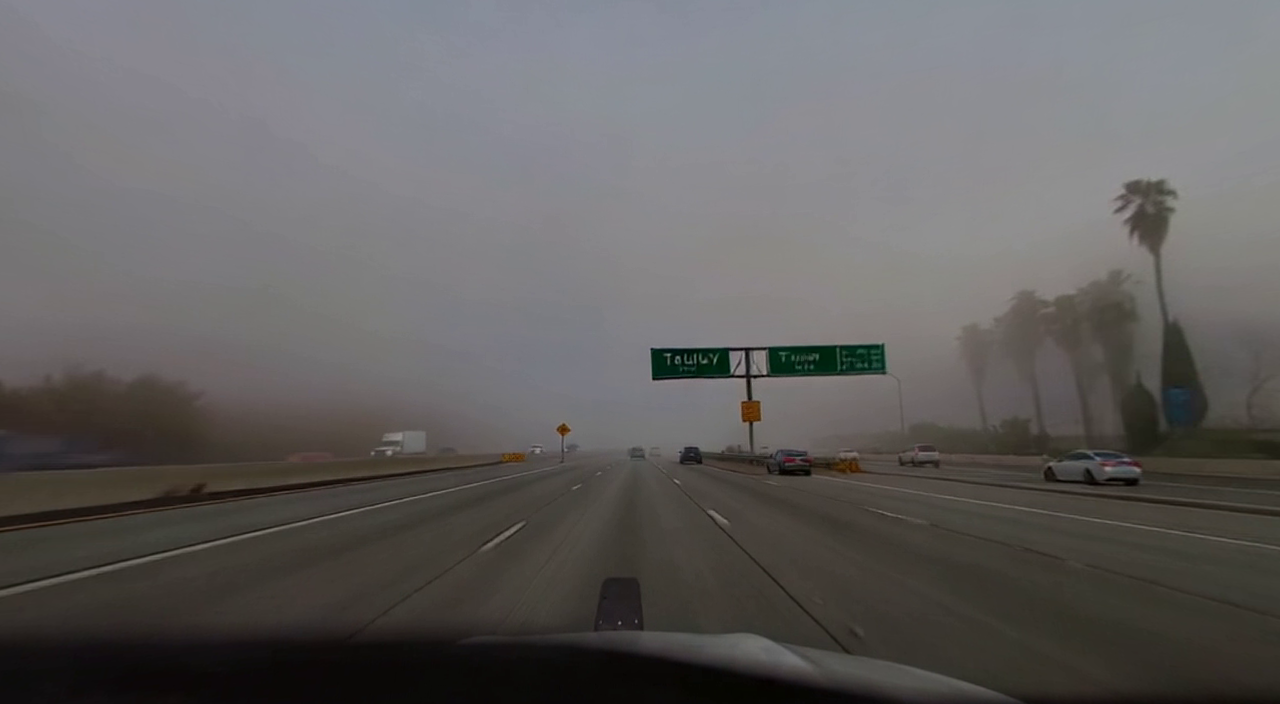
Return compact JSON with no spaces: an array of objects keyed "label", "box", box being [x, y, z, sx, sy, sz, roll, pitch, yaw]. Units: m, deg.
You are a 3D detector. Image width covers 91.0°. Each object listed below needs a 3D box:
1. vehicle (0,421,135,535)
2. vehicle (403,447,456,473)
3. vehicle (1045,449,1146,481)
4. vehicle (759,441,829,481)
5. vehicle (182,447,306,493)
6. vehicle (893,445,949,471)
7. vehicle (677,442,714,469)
[{"label":"vehicle","box":[-12.143,2.181,10.949,2.197,1.943,5.421,0,-9,0]},{"label":"vehicle","box":[-15.075,7.714,45.297,2.023,1.715,4.559,0,-9,2]},{"label":"vehicle","box":[22.698,5.597,31.611,1.774,1.457,4.653,0,-9,3]},{"label":"vehicle","box":[6.787,4.843,28.237,1.902,1.623,4.360,0,-9,-1]},{"label":"vehicle","box":[-15.909,4.718,25.663,1.993,1.683,4.737,0,-9,0]},{"label":"vehicle","box":[19.181,7.236,43.156,1.887,1.642,4.592,0,-9,3]},{"label":"vehicle","box":[3.612,6.873,41.893,2.035,1.704,3.867,0,-9,-1]}]
